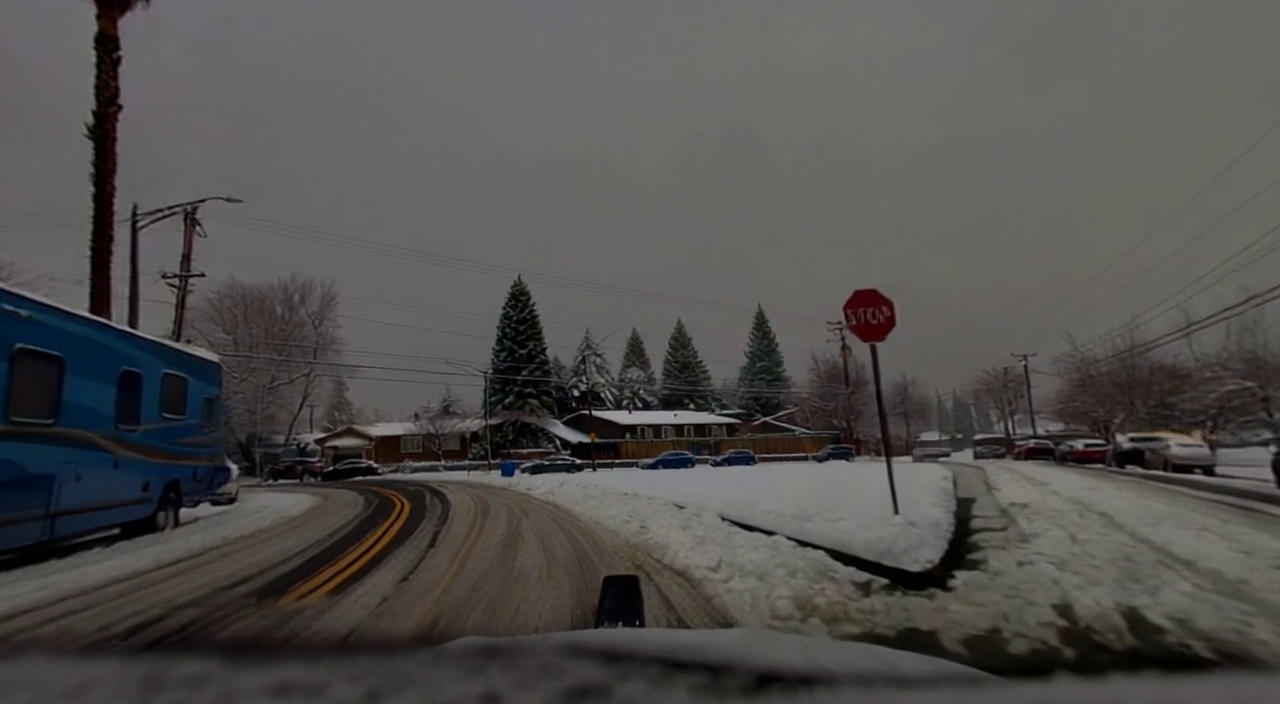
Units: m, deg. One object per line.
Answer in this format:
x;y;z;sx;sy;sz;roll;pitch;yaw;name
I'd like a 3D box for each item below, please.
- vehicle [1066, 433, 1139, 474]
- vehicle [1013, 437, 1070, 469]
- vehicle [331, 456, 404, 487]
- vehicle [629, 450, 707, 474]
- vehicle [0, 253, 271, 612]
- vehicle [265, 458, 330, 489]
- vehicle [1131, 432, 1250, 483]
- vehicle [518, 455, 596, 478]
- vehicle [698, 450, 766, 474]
25.143;5.440;34.517;1.974;1.894;4.810;-3;-6;22;vehicle
28.991;7.230;45.796;2.094;1.992;4.941;-2;-6;17;vehicle
-18.955;8.255;43.889;4.586;1.784;1.890;-2;-6;22;vehicle
1.889;7.424;42.787;4.952;1.472;1.837;2;-7;-15;vehicle
-8.969;1.104;9.078;3.216;3.720;11.364;1;-6;-14;vehicle
-25.703;9.080;47.344;4.844;1.974;2.092;-4;-7;31;vehicle
21.601;4.101;25.047;2.016;1.687;4.272;-2;-6;19;vehicle
-5.472;7.560;41.905;4.966;1.377;1.739;0;-6;-2;vehicle
6.507;7.716;44.570;4.461;1.417;1.781;2;-6;-24;vehicle
